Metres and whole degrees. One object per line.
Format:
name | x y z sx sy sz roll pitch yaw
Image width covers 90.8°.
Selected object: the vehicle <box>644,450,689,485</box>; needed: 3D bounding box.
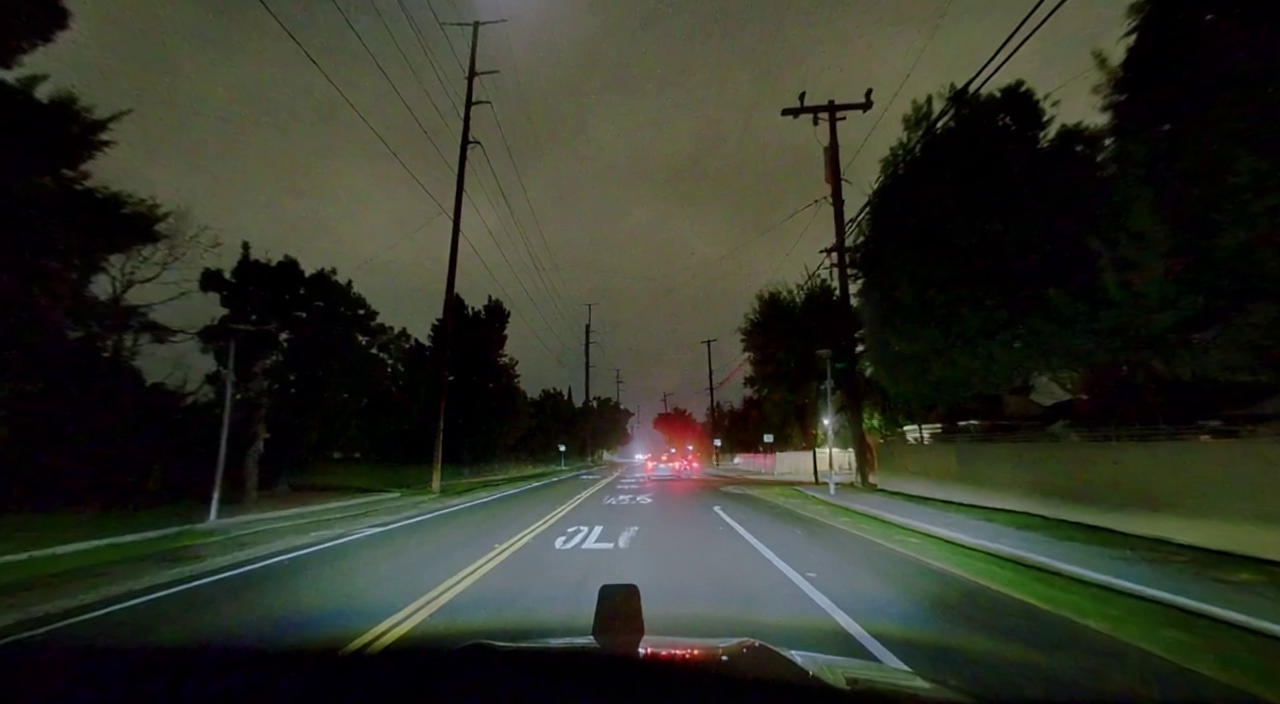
vehicle | 1.207 5.408 29.877 1.975 1.497 3.647 0 -8 1
